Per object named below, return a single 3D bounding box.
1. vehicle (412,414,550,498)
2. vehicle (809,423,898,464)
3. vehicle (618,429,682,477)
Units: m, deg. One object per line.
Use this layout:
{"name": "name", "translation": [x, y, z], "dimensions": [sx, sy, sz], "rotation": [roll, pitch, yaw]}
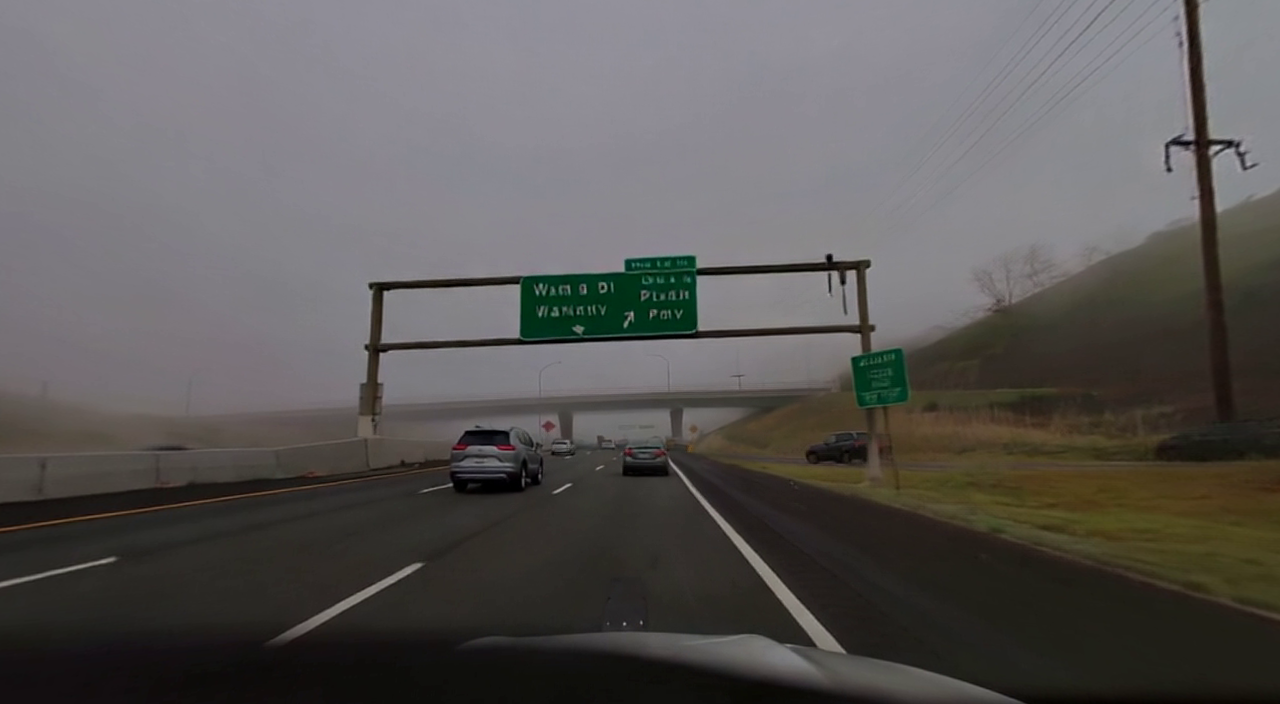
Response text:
{"name": "vehicle", "translation": [-3.884, 2.680, 16.498], "dimensions": [2.228, 1.845, 4.847], "rotation": [-1, -8, 2]}
{"name": "vehicle", "translation": [14.608, 6.380, 43.729], "dimensions": [2.571, 2.571, 6.876], "rotation": [2, -9, -12]}
{"name": "vehicle", "translation": [0.401, 3.776, 23.729], "dimensions": [2.193, 1.651, 3.946], "rotation": [-1, -8, 2]}
